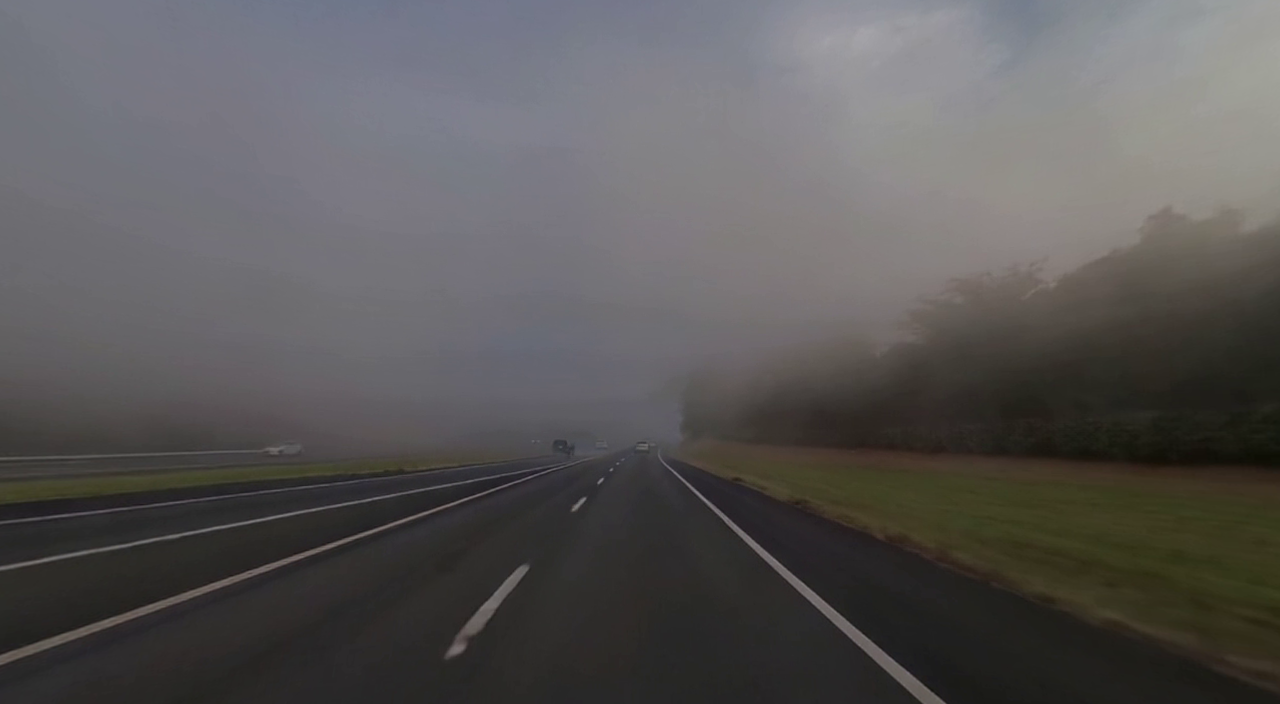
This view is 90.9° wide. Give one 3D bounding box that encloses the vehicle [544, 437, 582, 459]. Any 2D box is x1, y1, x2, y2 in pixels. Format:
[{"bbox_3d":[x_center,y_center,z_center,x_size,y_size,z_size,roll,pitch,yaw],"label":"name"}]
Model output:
[{"bbox_3d":[-5.667,7.106,46.852,2.141,1.612,3.998,-1,-8,4],"label":"vehicle"}]
